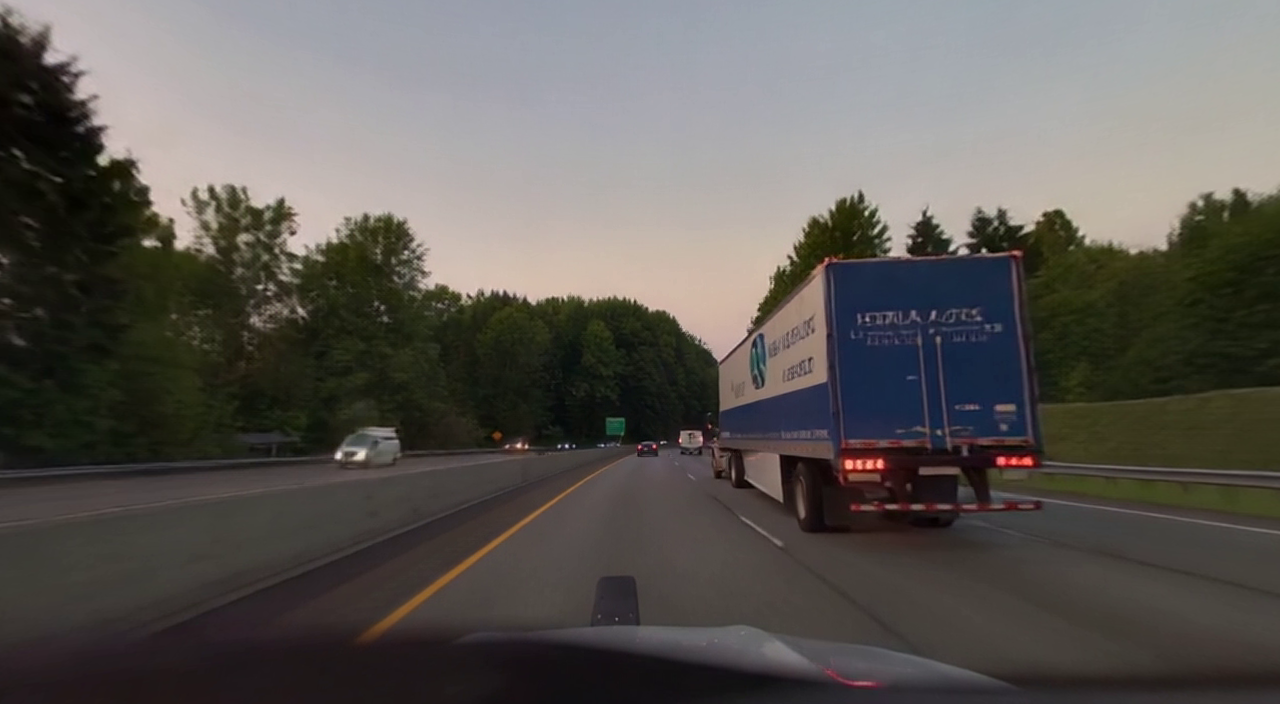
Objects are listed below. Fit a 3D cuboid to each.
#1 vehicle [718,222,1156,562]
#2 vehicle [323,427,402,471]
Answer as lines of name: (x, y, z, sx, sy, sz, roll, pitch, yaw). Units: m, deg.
vehicle: (4.321, 1.354, 14.384, 3.171, 4.072, 13.784, 0, -8, 0)
vehicle: (-17.625, 6.193, 40.421, 2.420, 2.549, 5.415, -1, -8, 2)
